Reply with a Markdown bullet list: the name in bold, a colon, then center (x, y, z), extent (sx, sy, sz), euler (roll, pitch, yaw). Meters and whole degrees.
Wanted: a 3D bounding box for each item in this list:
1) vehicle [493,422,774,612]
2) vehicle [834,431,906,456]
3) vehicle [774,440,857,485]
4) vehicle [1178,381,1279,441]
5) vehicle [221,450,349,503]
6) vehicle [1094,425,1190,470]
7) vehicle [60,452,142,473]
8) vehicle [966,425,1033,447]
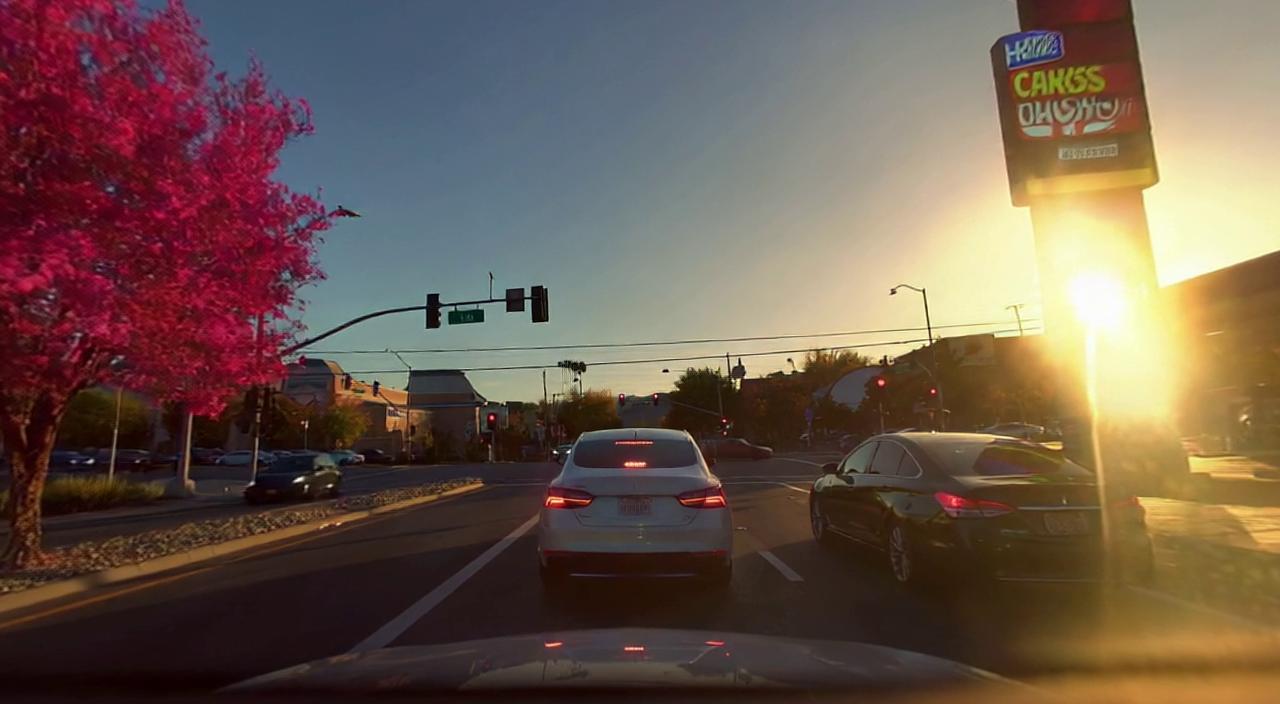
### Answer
- **vehicle**: center (-0.064, 1.606, 7.081), extent (2.213, 1.482, 4.057), euler (0, -8, 0)
- **vehicle**: center (16.370, 6.519, 44.928), extent (4.622, 1.675, 2.022), euler (-3, -9, 21)
- **vehicle**: center (6.554, 4.155, 24.071), extent (1.942, 1.511, 4.390), euler (0, -8, 0)
- **vehicle**: center (43.343, 4.063, 42.856), extent (10.890, 3.868, 3.021), euler (0, -8, -4)
- **vehicle**: center (-11.310, 3.951, 20.515), extent (1.944, 1.465, 4.609), euler (1, -8, -7)
- **vehicle**: center (18.587, 3.508, 23.272), extent (4.300, 1.495, 2.053), euler (8, -11, -43)
- **vehicle**: center (-39.578, 8.106, 46.313), extent (4.511, 1.407, 1.764), euler (-1, -8, 5)
- **vehicle**: center (27.394, 6.445, 48.064), extent (3.968, 1.572, 1.740), euler (0, -9, 4)
